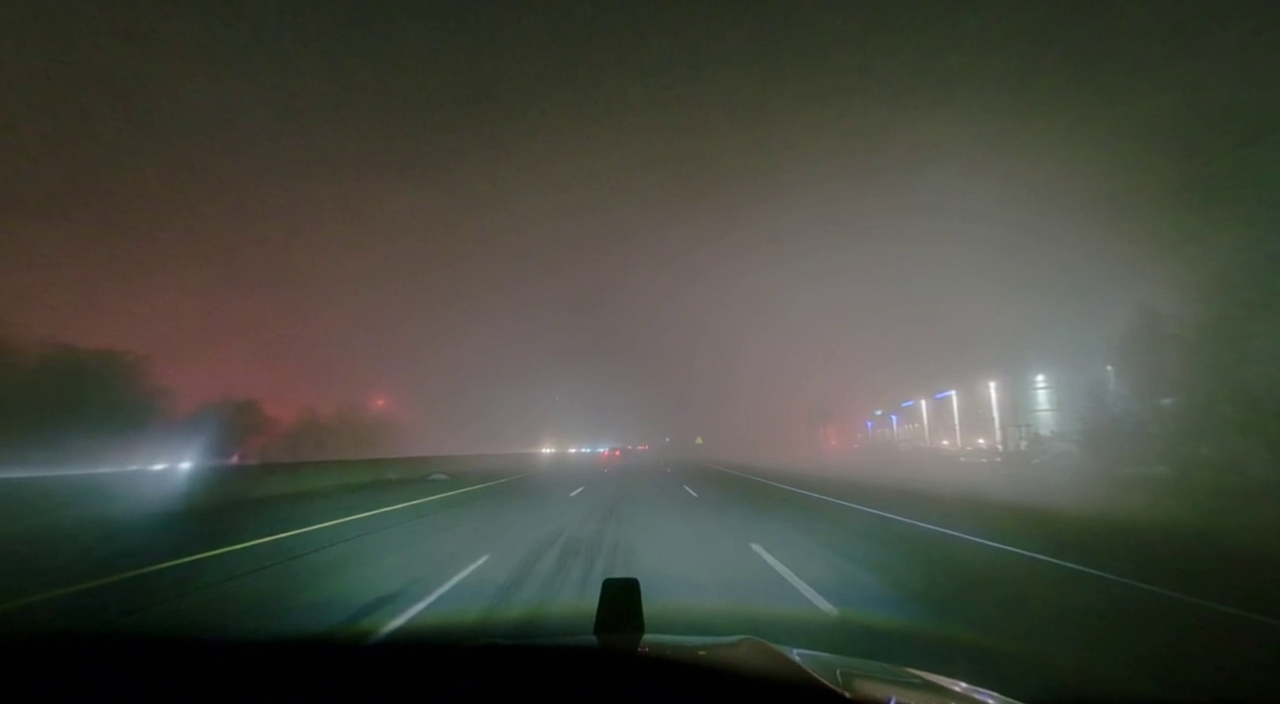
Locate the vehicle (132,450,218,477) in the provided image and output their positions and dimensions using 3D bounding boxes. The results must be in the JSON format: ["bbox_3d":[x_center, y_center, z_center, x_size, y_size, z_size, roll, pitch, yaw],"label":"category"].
[{"bbox_3d":[-28.797,6.897,39.161,1.859,1.499,4.471,0,-9,1],"label":"vehicle"}]
